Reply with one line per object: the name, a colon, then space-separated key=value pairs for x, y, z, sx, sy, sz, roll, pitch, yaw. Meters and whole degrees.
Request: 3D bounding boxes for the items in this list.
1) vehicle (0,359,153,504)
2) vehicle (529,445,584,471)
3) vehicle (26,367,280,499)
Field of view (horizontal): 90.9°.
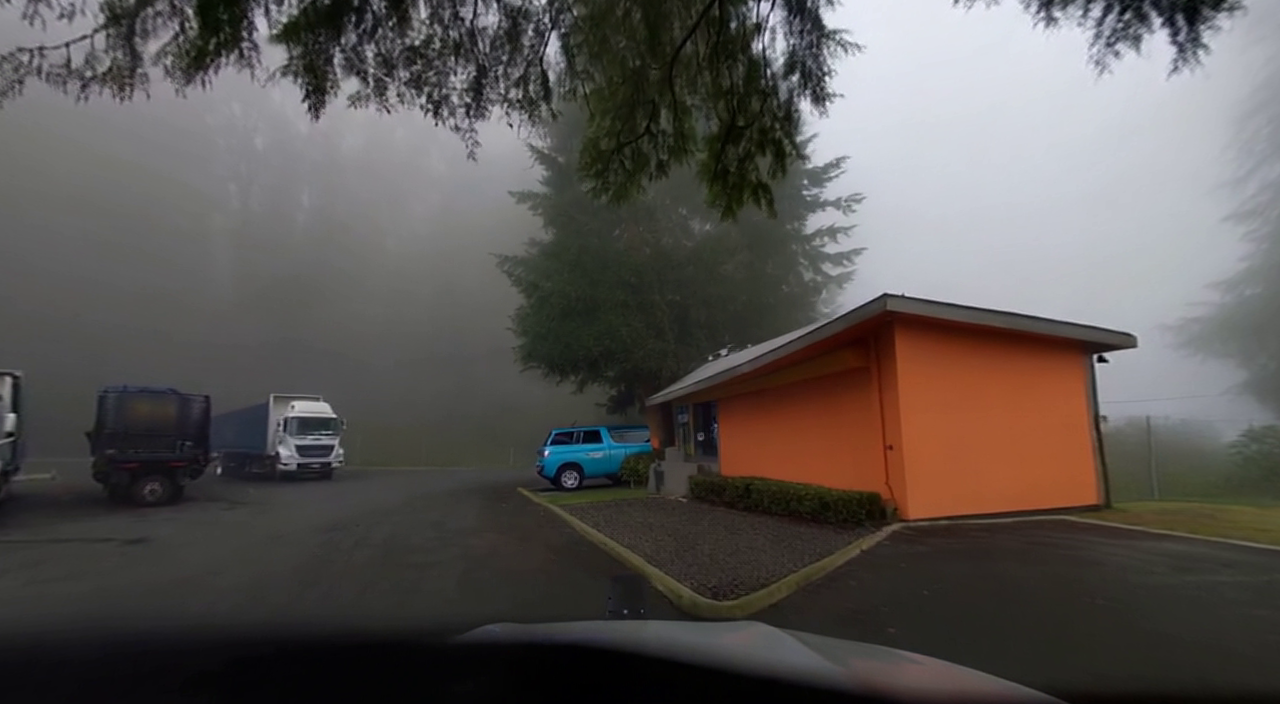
vehicle: x=-21.009 y=2.782 z=21.229 sx=11.512 sy=3.871 sz=3.038 roll=-6 pitch=-10 yaw=31
vehicle: x=-5.206 y=6.669 z=39.820 sx=1.809 sy=1.506 sz=3.473 roll=-5 pitch=-10 yaw=26
vehicle: x=-18.682 y=3.162 z=23.788 sx=11.906 sy=4.069 sz=2.948 roll=-5 pitch=-10 yaw=30
